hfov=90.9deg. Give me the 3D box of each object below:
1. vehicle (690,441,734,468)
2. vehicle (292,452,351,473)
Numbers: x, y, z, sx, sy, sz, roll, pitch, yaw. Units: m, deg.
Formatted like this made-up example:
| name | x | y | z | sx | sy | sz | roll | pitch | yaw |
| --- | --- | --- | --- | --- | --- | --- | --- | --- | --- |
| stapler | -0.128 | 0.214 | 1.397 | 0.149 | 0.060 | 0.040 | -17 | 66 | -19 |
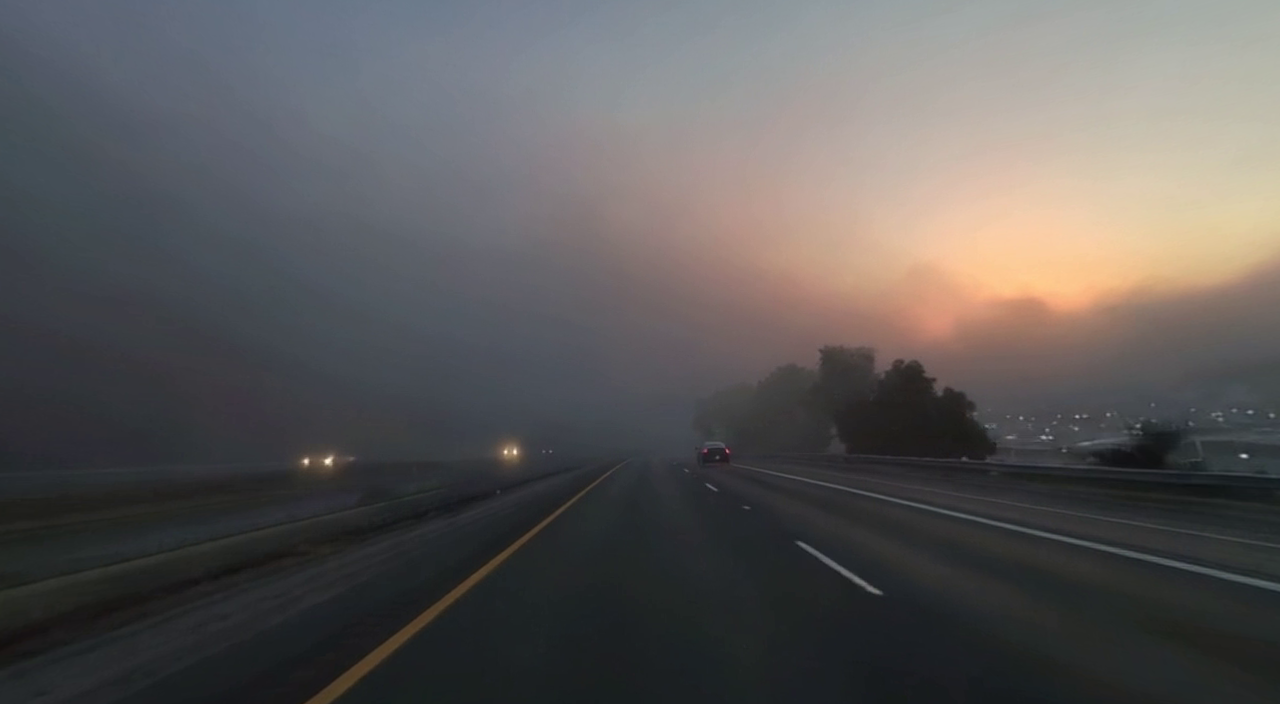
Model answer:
| name | x | y | z | sx | sy | sz | roll | pitch | yaw |
| --- | --- | --- | --- | --- | --- | --- | --- | --- | --- |
| vehicle | 4.229 | 6.100 | 37.678 | 2.062 | 1.518 | 4.026 | 0 | -8 | -1 |
| vehicle | -24.102 | 8.360 | 47.895 | 1.897 | 1.462 | 4.861 | 0 | -8 | 0 |
